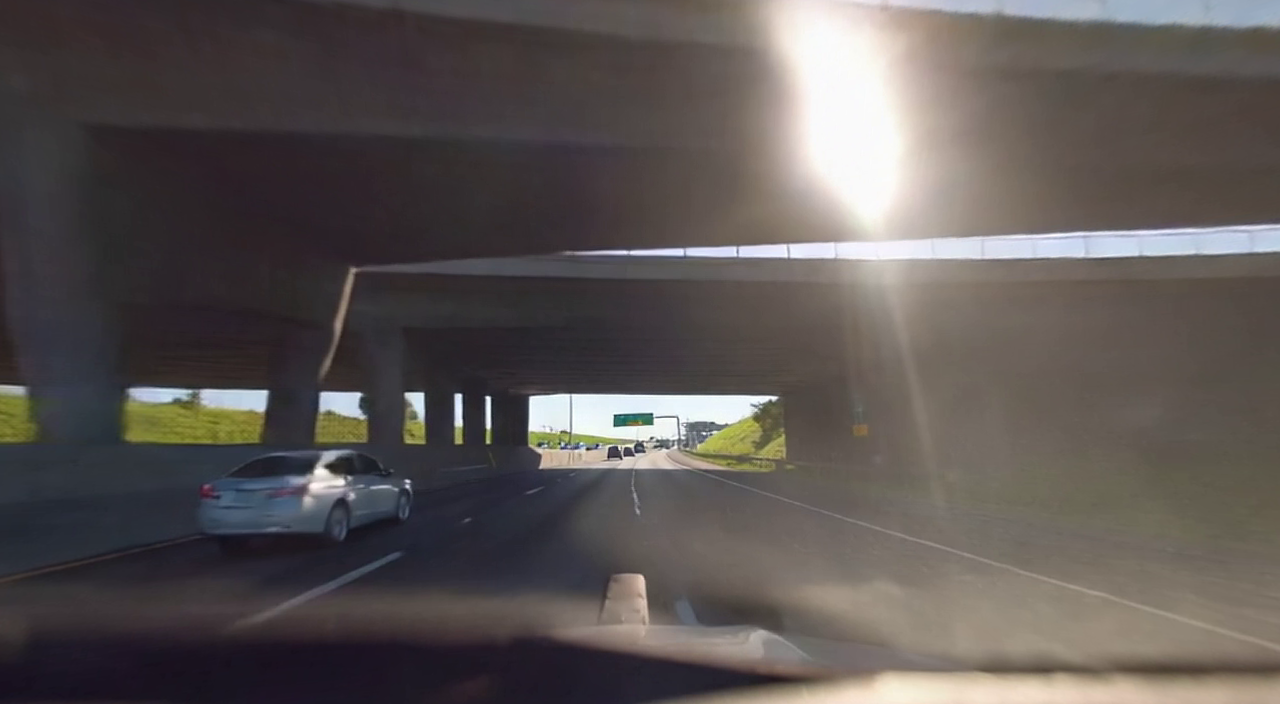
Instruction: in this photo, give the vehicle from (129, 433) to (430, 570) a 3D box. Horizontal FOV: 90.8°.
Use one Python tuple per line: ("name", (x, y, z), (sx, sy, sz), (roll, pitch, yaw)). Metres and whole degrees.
("vehicle", (-4.802, 2.026, 9.297), (2.055, 1.535, 4.073), (0, -9, -1))
